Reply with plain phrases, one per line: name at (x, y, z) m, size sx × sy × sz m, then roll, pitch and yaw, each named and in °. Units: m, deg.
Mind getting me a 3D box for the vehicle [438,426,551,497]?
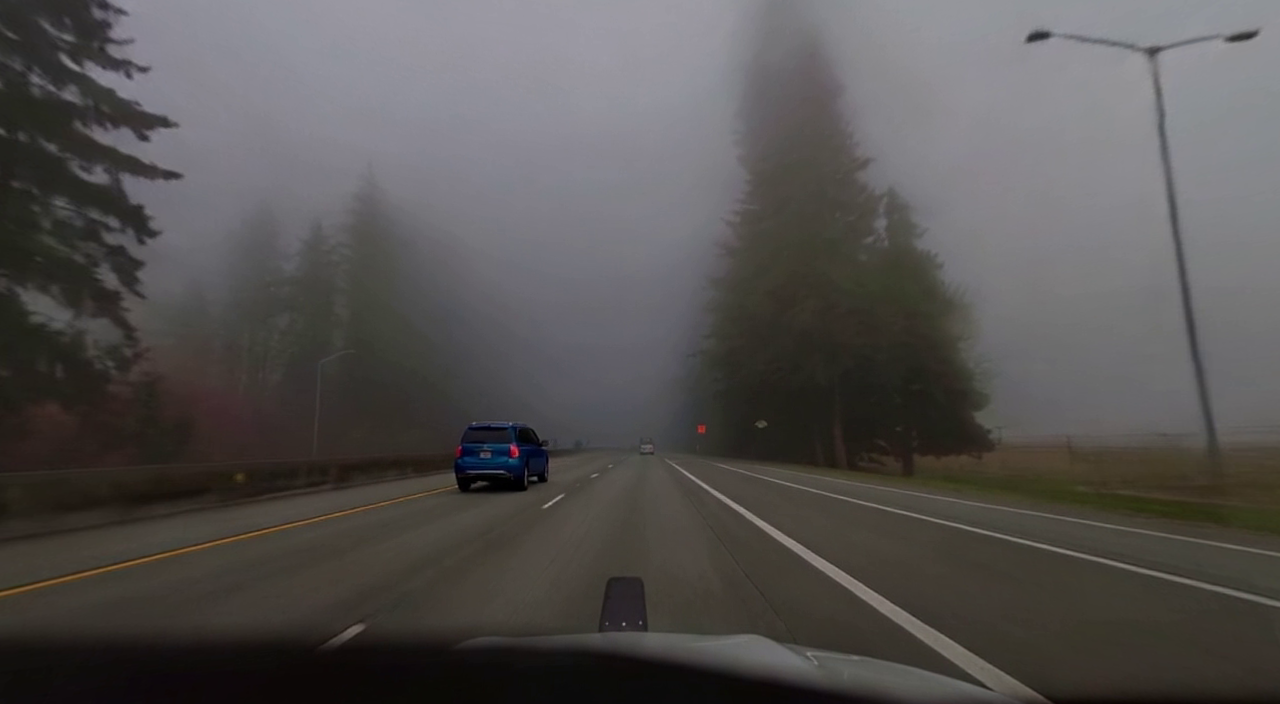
vehicle at (-3.954, 3.054, 18.047) m, size 2.084 × 1.752 × 4.479 m, roll 0°, pitch -8°, yaw 1°
